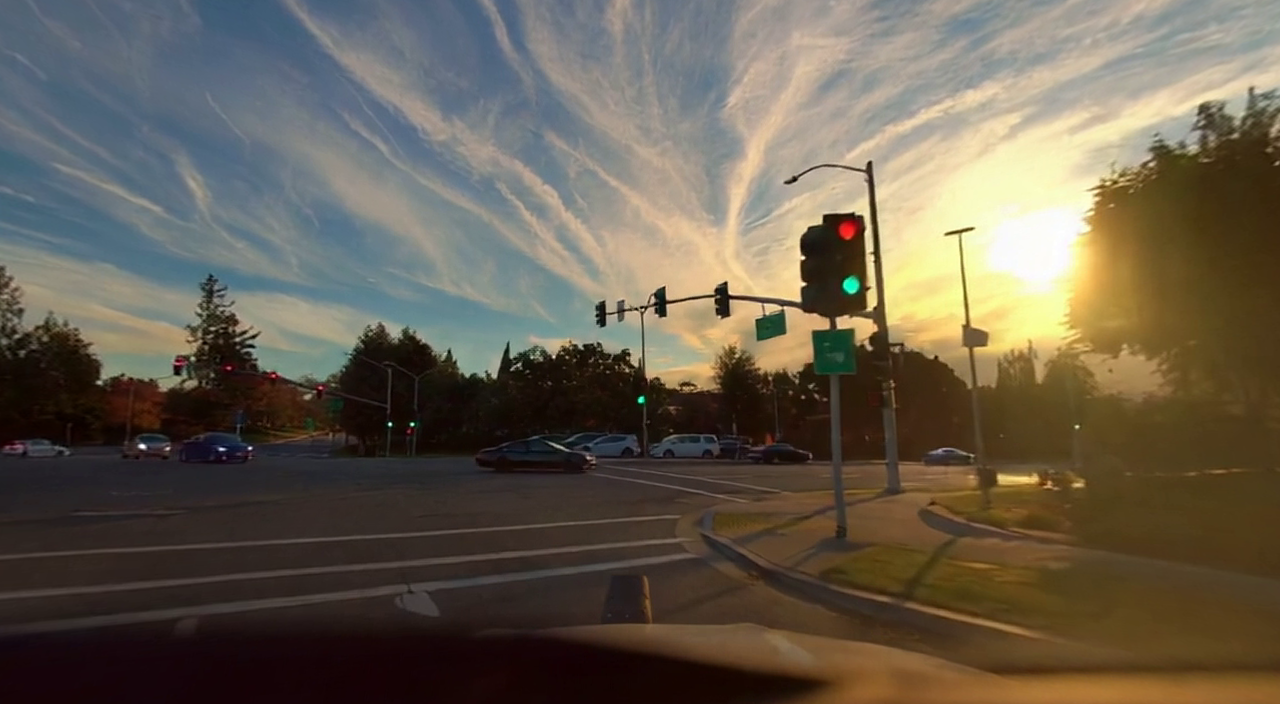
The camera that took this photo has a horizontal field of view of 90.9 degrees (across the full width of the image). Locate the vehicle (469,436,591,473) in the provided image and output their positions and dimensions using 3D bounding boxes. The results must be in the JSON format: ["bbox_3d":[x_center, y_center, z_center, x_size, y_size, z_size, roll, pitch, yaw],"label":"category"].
[{"bbox_3d":[-4.225,4.030,24.790,4.425,1.366,1.865,0,-9,-1],"label":"vehicle"}]

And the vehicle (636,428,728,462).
[{"bbox_3d":[2.828,6.142,41.404,5.791,1.964,2.199,7,-11,-32],"label":"vehicle"}]

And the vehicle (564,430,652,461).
[{"bbox_3d":[-1.715,5.144,34.589,4.483,1.589,1.852,6,-11,-32],"label":"vehicle"}]

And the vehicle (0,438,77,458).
[{"bbox_3d":[-48.092,7.624,49.876,4.826,1.484,2.000,1,-9,-6],"label":"vehicle"}]

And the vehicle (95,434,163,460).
[{"bbox_3d":[-36.787,6.834,45.286,5.332,1.807,2.450,-7,-11,37],"label":"vehicle"}]

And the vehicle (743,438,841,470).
[{"bbox_3d":[7.699,5.140,31.761,5.032,1.473,1.827,6,-11,-33],"label":"vehicle"}]

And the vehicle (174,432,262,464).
[{"bbox_3d":[-20.369,4.637,30.326,4.686,1.425,2.018,-7,-11,38],"label":"vehicle"}]
